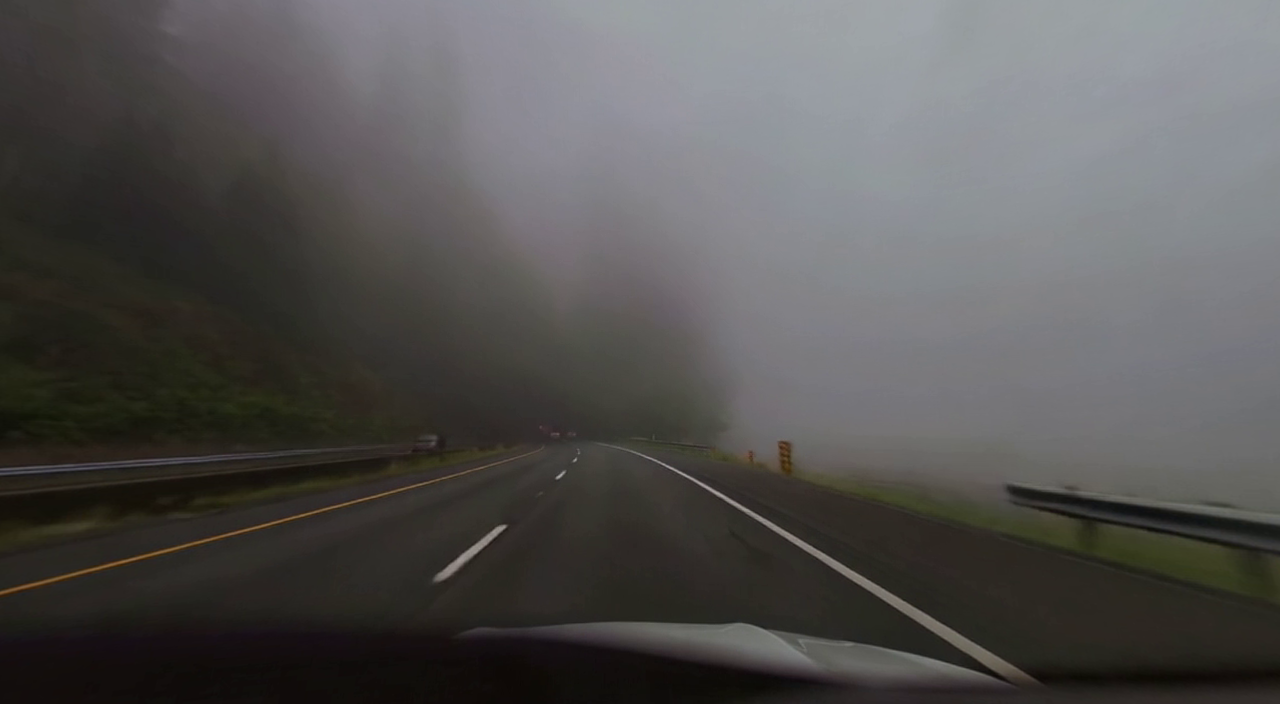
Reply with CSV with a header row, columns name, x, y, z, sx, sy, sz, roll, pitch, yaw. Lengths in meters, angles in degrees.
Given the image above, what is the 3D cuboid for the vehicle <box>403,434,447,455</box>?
name,x,y,z,sx,sy,sz,roll,pitch,yaw
vehicle,-16.785,7.219,49.455,2.206,1.596,4.262,0,-8,-5
